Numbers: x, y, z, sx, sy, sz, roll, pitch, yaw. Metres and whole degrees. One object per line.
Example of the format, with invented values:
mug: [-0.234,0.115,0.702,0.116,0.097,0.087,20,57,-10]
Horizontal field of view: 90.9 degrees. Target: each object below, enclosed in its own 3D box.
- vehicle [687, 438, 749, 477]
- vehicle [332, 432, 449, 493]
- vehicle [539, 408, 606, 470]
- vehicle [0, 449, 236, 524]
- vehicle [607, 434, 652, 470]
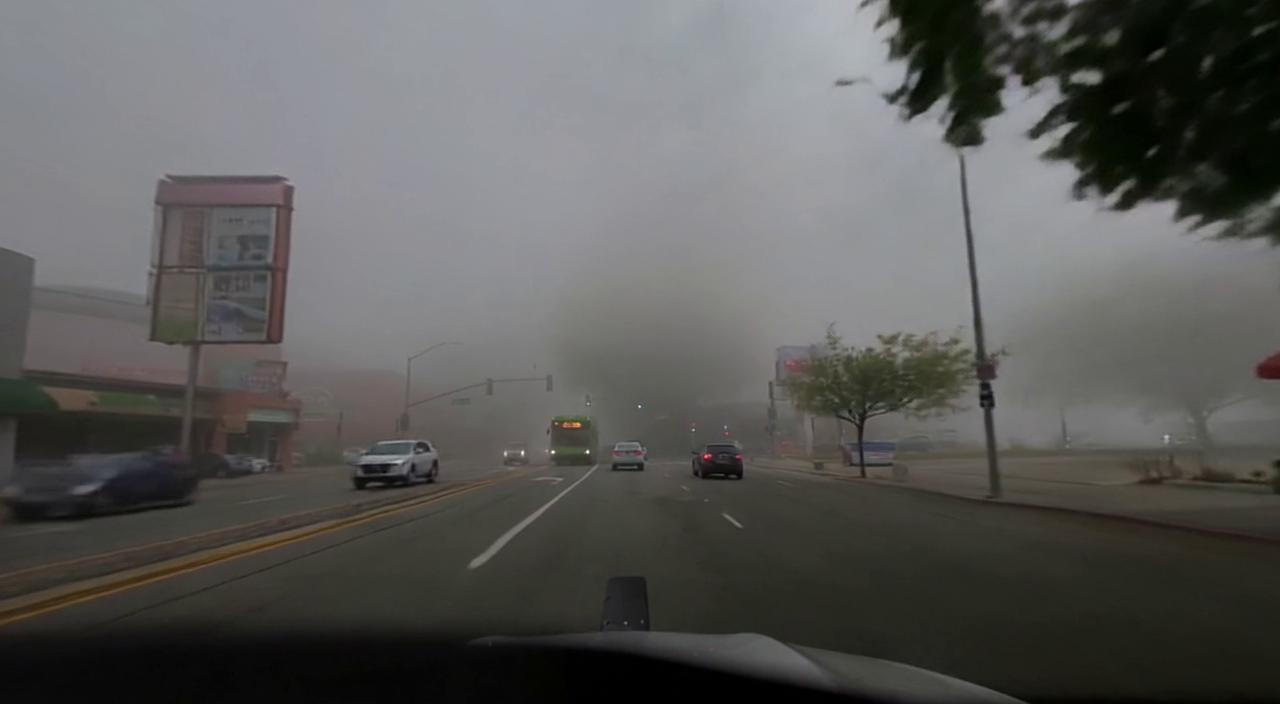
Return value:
vehicle: [3.267,4.506,27.280,2.046,1.540,3.883,0,-8,-2]
vehicle: [-8.411,3.745,21.855,2.154,1.832,4.820,0,-8,-1]
vehicle: [-3.887,5.547,40.072,3.018,3.217,13.998,0,-8,-1]
vehicle: [-12.146,3.086,15.098,1.877,1.431,4.621,0,-8,-1]
vehicle: [-0.625,5.447,34.596,2.301,1.837,4.411,0,-8,-2]
